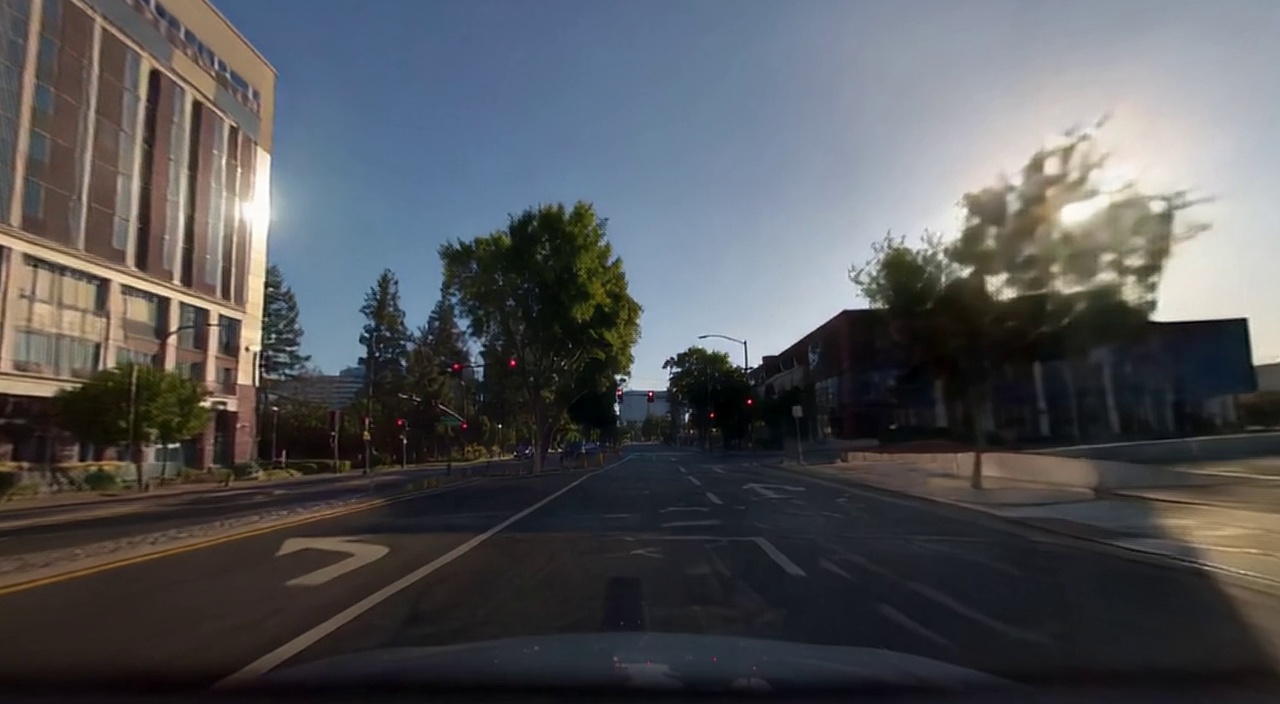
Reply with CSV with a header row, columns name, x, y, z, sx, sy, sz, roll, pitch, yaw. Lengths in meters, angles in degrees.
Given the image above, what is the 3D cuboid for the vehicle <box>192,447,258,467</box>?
name,x,y,z,sx,sy,sz,roll,pitch,yaw
vehicle,-32.072,8.101,48.874,1.852,1.485,4.683,0,-9,1

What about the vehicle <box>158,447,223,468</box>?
name,x,y,z,sx,sy,sz,roll,pitch,yaw
vehicle,-34.703,8.144,48.790,1.916,1.522,4.217,0,-8,0
